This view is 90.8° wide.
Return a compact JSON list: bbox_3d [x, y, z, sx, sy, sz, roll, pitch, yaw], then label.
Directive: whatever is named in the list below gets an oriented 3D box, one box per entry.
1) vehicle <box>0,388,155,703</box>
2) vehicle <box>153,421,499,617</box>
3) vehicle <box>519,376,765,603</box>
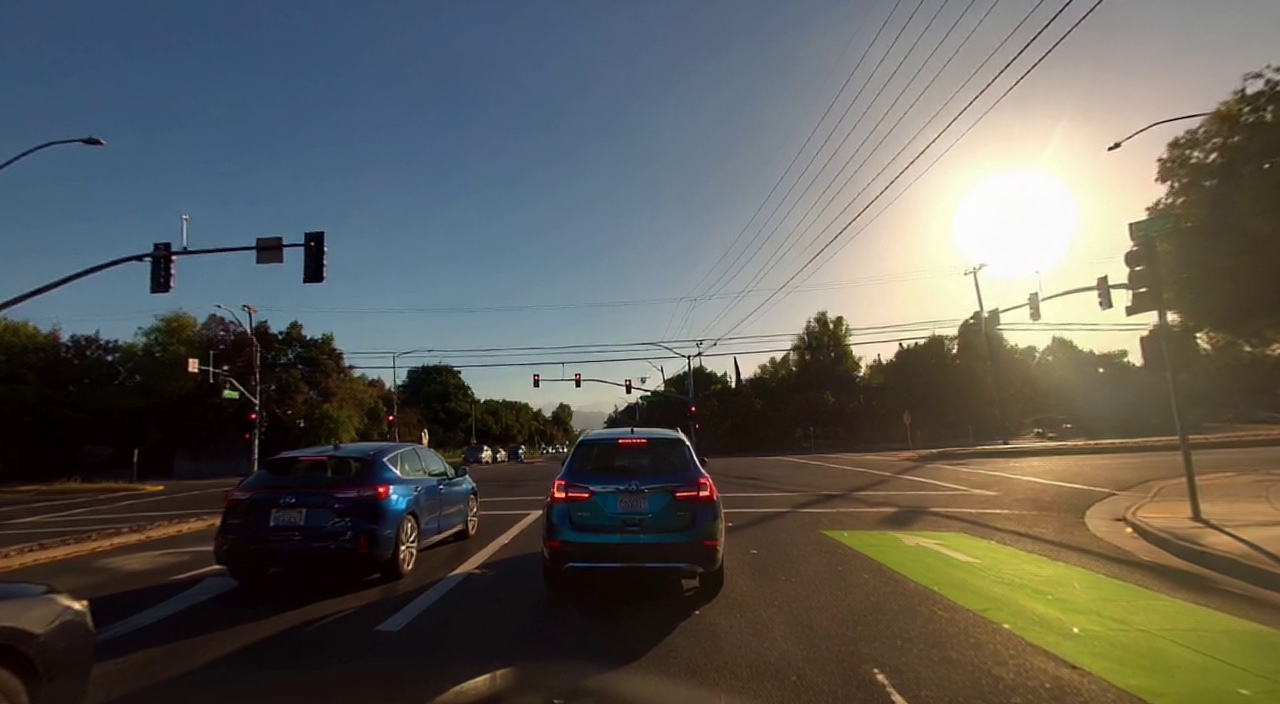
[{"bbox_3d":[-3.469,0.620,0.403,2.138,1.488,5.327,0,-8,0],"label":"vehicle"},{"bbox_3d":[-2.902,1.622,6.932,1.726,1.506,3.840,0,-9,1],"label":"vehicle"},{"bbox_3d":[-0.020,1.566,7.936,2.036,1.885,5.196,0,-9,-1],"label":"vehicle"}]
